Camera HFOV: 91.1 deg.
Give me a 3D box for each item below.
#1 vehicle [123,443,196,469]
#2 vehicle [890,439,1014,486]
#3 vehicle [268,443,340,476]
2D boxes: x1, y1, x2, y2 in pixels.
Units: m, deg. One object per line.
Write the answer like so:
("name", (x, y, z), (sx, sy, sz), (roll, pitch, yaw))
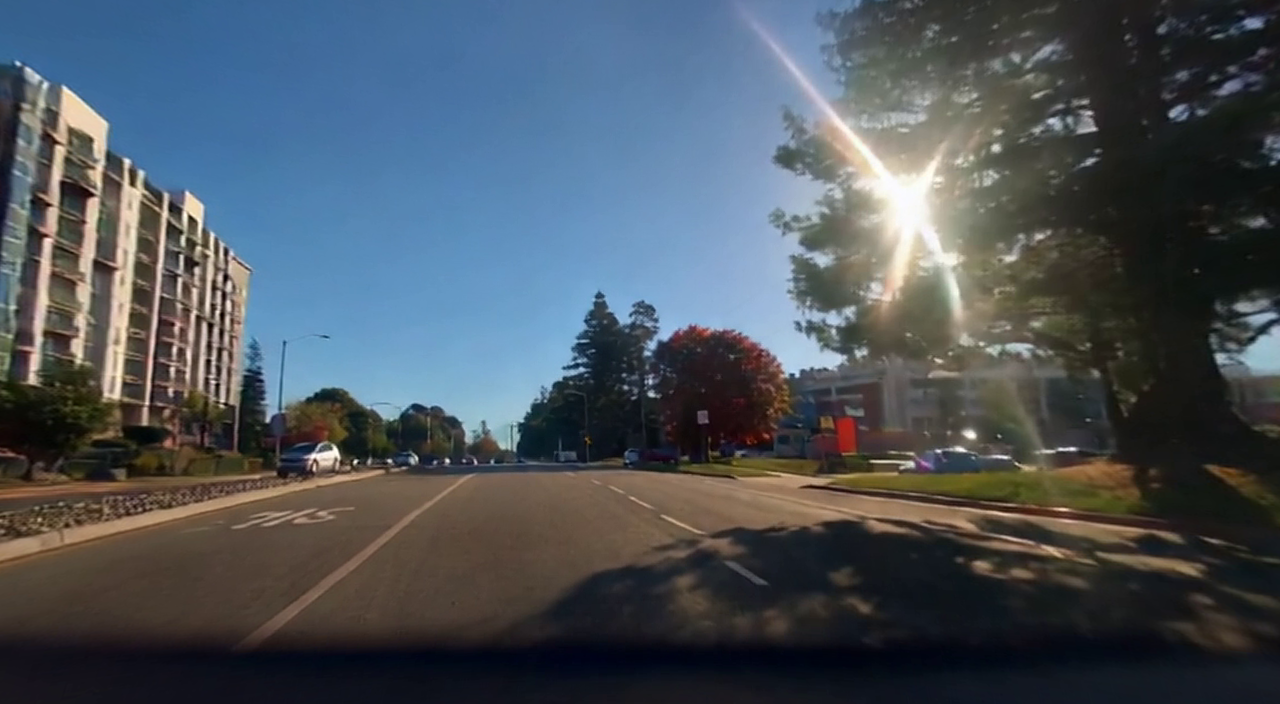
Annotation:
("vehicle", (-37.541, 8.161, 49.138), (3.770, 1.737, 2.102), (2, -16, -13))
("vehicle", (12.770, 4.552, 25.816), (4.030, 1.483, 1.859), (-2, -14, -10))
("vehicle", (-17.699, 5.656, 33.299), (2.060, 1.618, 4.203), (1, -9, -10))
